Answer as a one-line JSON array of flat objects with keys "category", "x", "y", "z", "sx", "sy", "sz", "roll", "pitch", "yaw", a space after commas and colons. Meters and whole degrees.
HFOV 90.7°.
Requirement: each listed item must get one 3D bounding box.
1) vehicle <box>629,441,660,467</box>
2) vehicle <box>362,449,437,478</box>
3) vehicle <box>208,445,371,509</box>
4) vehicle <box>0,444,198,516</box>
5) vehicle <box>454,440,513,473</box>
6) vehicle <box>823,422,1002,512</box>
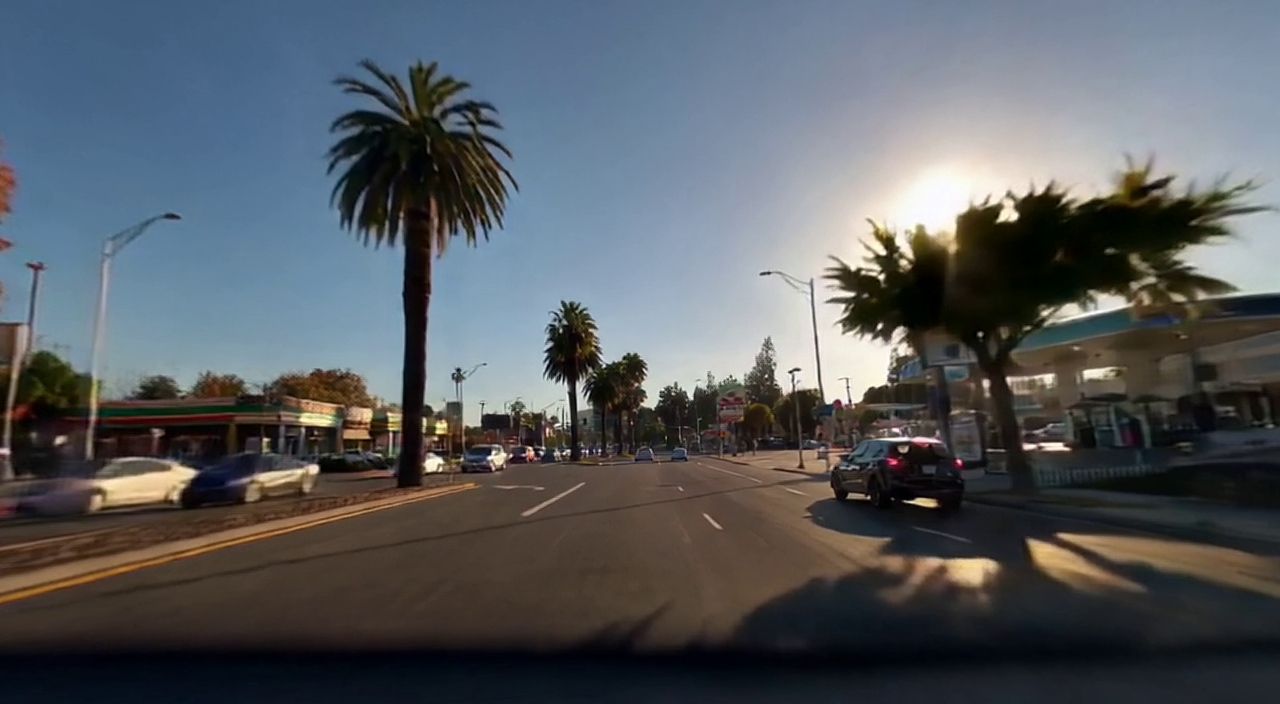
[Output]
[{"category": "vehicle", "x": 0.348, "y": 7.508, "z": 46.749, "sx": 2.177, "sy": 1.754, "sz": 3.815, "roll": 0, "pitch": -9, "yaw": 1}, {"category": "vehicle", "x": -13.546, "y": 6.286, "z": 36.023, "sx": 2.098, "sy": 1.478, "sz": 4.928, "roll": -1, "pitch": -9, "yaw": 4}, {"category": "vehicle", "x": -9.242, "y": 3.288, "z": 17.181, "sx": 1.891, "sy": 1.473, "sz": 4.297, "roll": 0, "pitch": -9, "yaw": 1}, {"category": "vehicle", "x": -16.312, "y": 3.691, "z": 18.921, "sx": 2.183, "sy": 1.814, "sz": 5.403, "roll": -1, "pitch": -9, "yaw": 1}, {"category": "vehicle", "x": -9.118, "y": 6.105, "z": 37.298, "sx": 2.042, "sy": 1.782, "sz": 4.919, "roll": -1, "pitch": -9, "yaw": 2}, {"category": "vehicle", "x": 6.262, "y": 2.715, "z": 15.375, "sx": 2.066, "sy": 1.807, "sz": 4.893, "roll": 0, "pitch": -9, "yaw": -1}]
